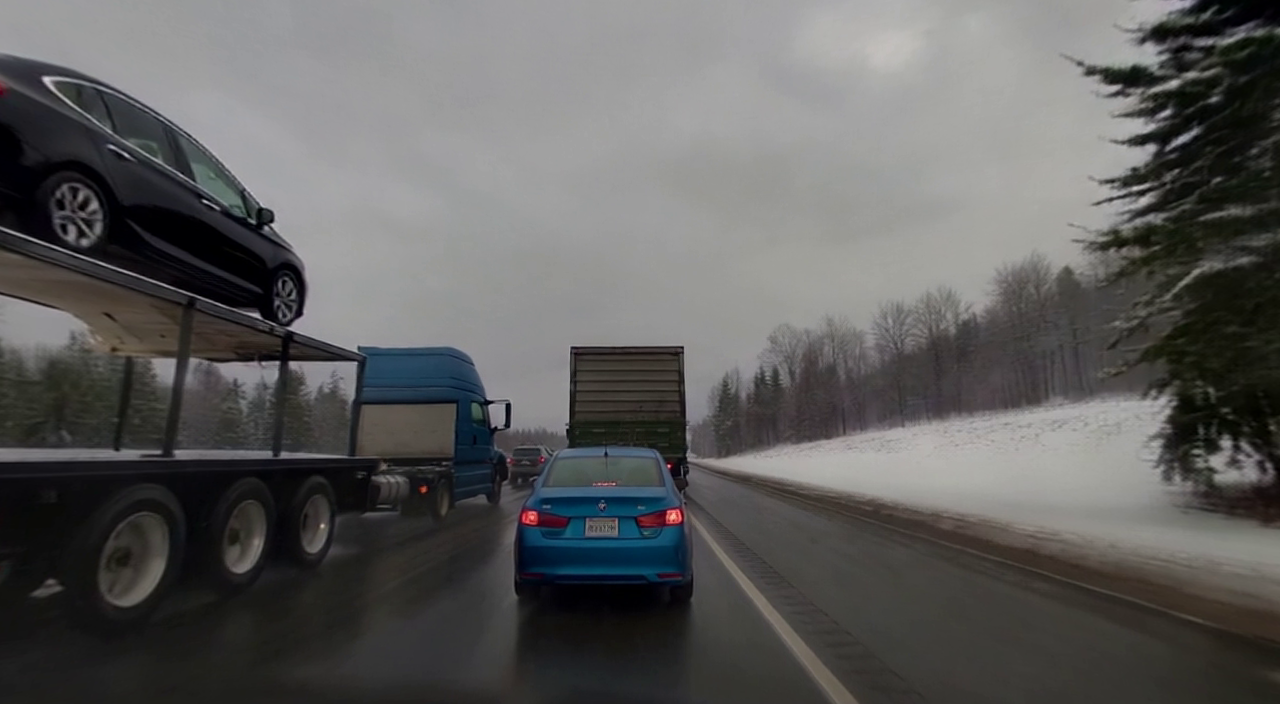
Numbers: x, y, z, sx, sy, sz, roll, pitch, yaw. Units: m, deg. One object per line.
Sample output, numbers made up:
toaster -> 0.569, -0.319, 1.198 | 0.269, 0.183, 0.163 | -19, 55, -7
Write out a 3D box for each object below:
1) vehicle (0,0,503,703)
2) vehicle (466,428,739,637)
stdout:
vehicle -> -4.615, 0.427, 7.333 | 2.836, 4.059, 14.286 | 0, -9, 0
vehicle -> -0.290, 1.588, 6.387 | 1.991, 1.507, 3.391 | 0, -9, -1
